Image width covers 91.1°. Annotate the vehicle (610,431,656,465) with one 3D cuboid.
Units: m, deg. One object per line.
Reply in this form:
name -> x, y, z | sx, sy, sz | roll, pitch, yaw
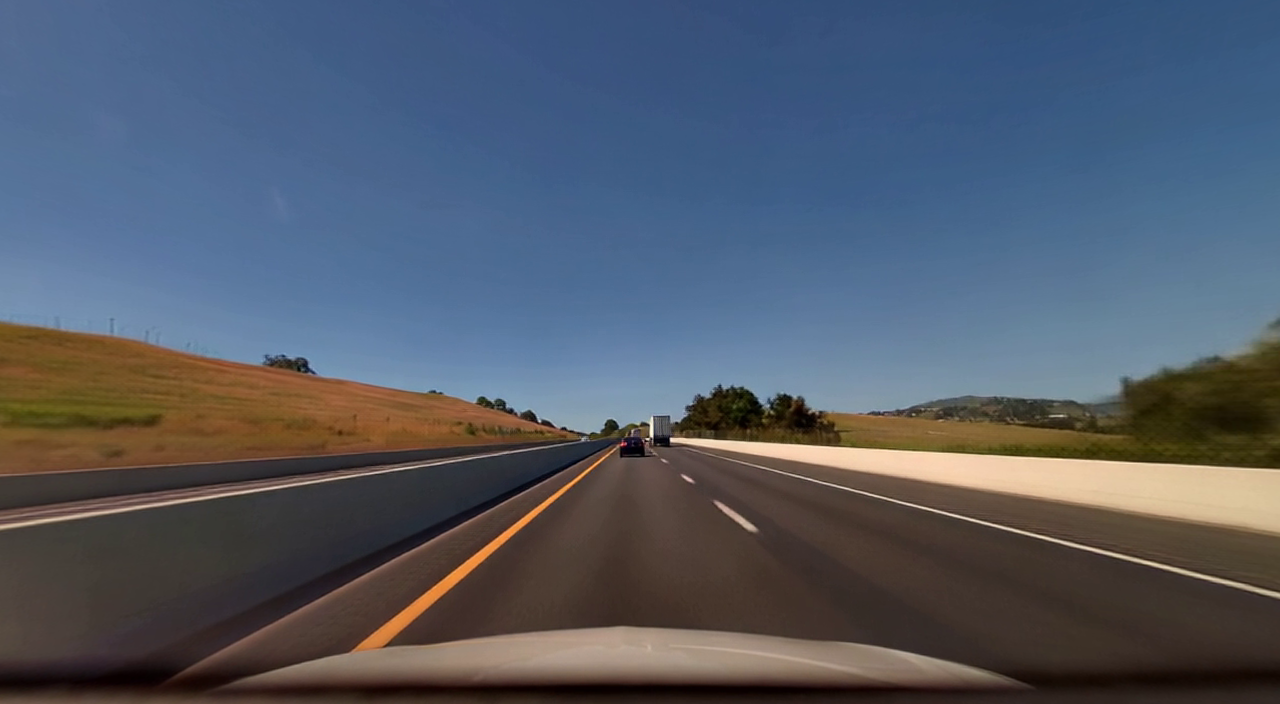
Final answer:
vehicle -> -0.400, 4.945, 32.741 | 2.216, 1.623, 4.220 | 0, -8, -1
